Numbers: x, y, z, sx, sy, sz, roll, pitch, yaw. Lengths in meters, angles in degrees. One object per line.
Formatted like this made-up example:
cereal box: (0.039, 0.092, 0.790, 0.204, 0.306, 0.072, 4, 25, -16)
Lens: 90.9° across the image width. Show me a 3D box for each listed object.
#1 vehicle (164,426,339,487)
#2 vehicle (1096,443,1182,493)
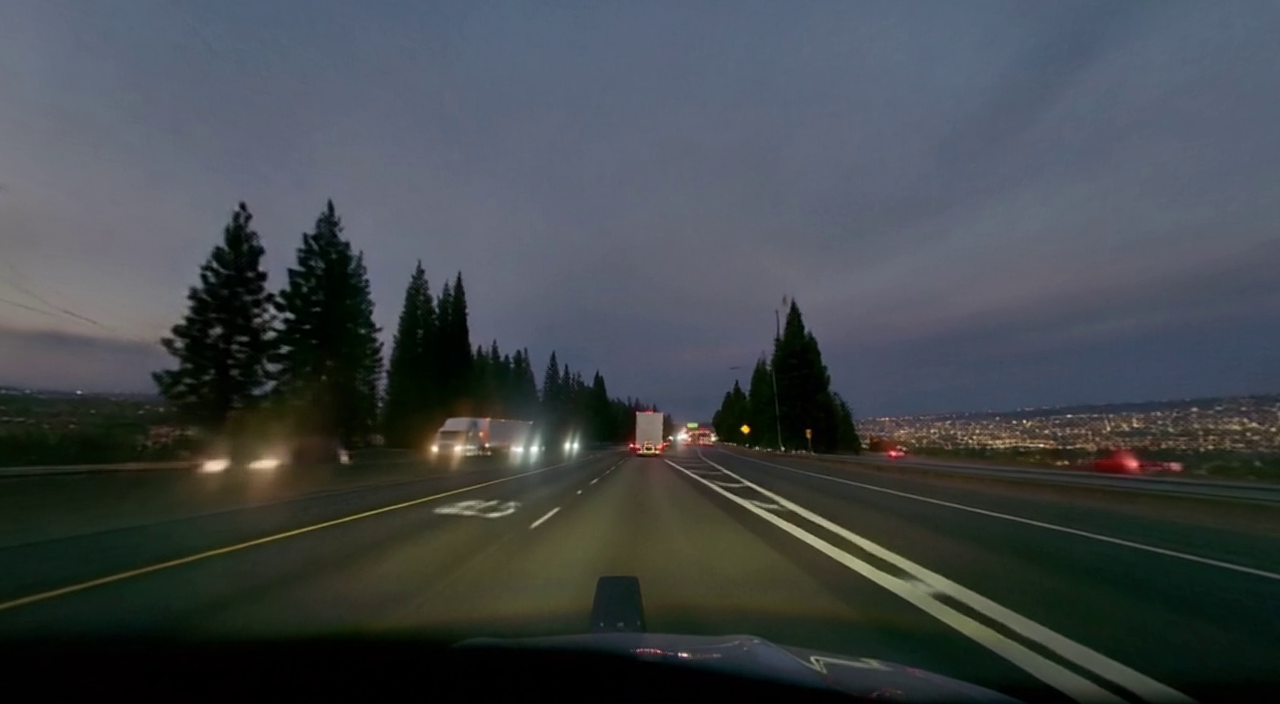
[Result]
vehicle: (-13.068, 3.576, 21.891, 2.386, 1.811, 5.807, 0, -8, 0)
vehicle: (25.149, 5.741, 31.735, 4.629, 2.287, 2.607, 8, -12, -44)
